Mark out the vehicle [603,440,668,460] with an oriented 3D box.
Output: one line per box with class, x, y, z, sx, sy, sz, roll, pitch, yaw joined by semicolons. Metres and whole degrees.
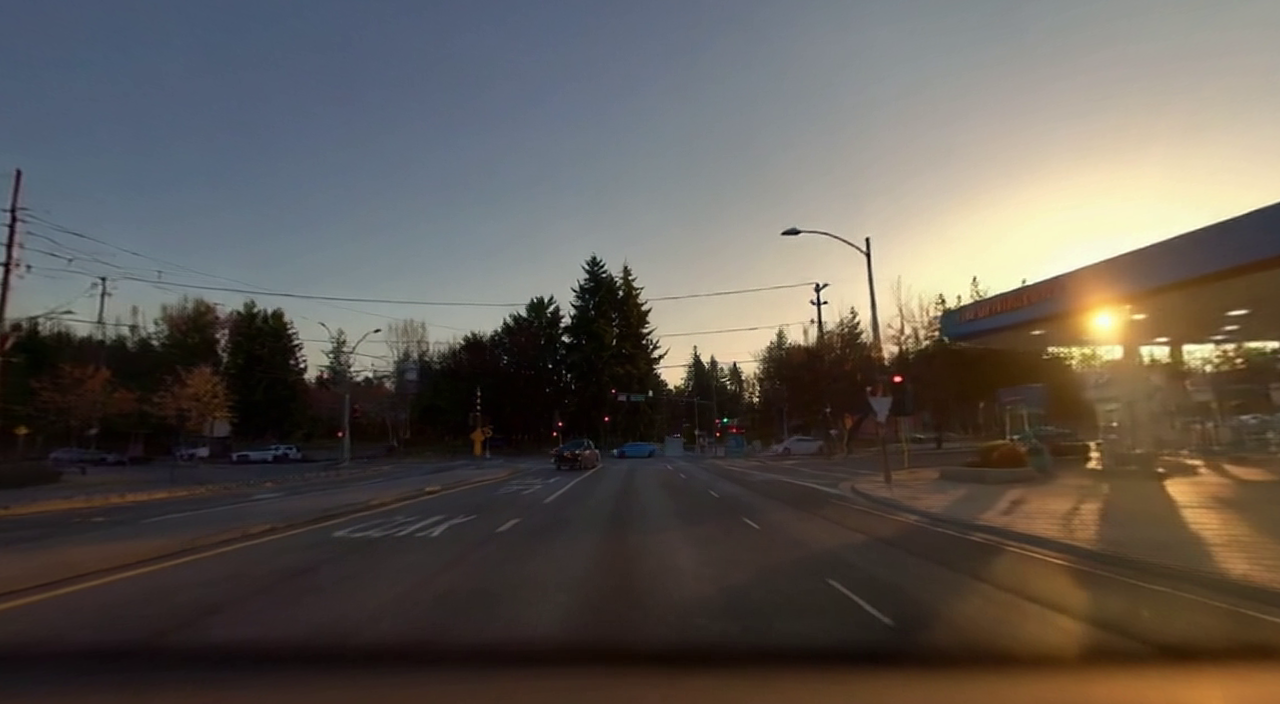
vehicle;-0.373;7.608;49.266;4.709;1.501;1.895;3;-9;-19
